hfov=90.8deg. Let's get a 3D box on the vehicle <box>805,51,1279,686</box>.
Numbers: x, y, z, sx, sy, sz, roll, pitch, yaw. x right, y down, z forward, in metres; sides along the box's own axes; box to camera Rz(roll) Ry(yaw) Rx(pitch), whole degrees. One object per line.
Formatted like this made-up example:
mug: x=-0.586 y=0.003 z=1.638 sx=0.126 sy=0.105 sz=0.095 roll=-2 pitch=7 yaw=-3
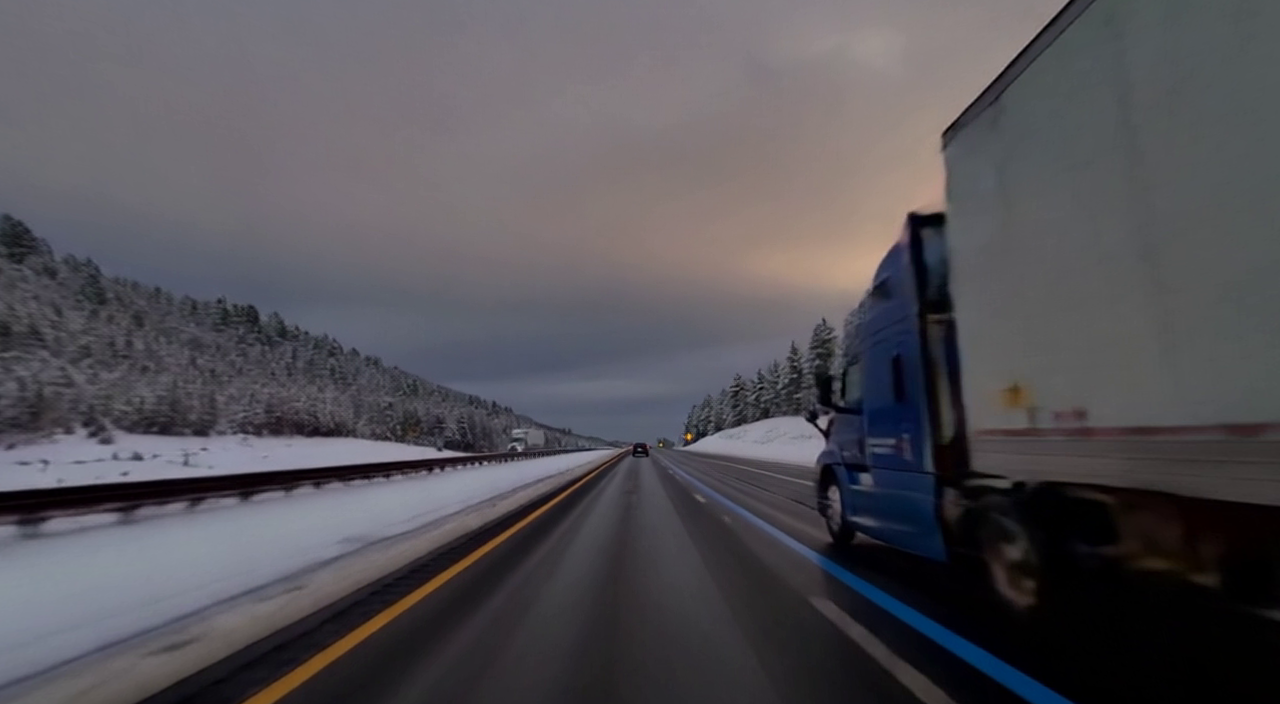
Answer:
vehicle: x=4.164 y=0.308 z=6.310 sx=3.568 sy=3.906 sz=4.895 roll=-1 pitch=-9 yaw=0
